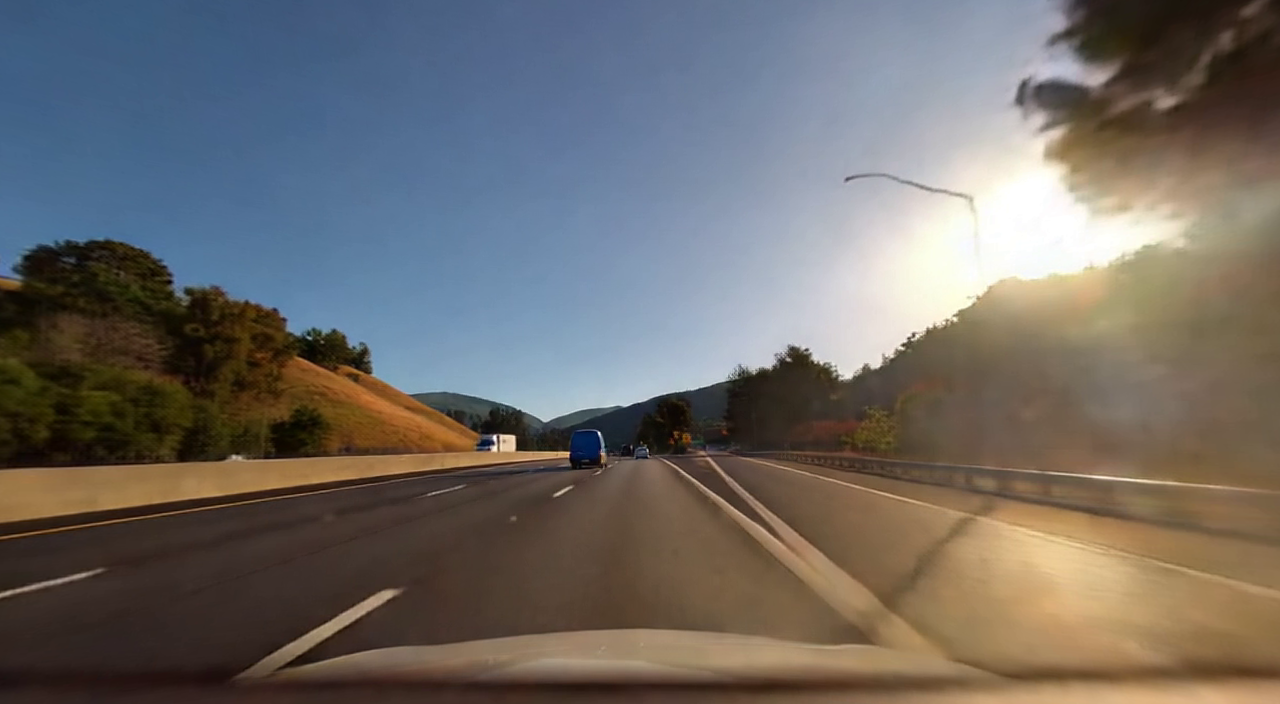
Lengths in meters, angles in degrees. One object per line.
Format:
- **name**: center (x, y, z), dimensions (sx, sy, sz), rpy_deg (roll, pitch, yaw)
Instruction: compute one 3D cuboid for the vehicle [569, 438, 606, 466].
- **vehicle**: center (-3.611, 7.000, 44.027), dimensions (2.169, 1.849, 4.639), rpy_deg (0, -8, 0)
